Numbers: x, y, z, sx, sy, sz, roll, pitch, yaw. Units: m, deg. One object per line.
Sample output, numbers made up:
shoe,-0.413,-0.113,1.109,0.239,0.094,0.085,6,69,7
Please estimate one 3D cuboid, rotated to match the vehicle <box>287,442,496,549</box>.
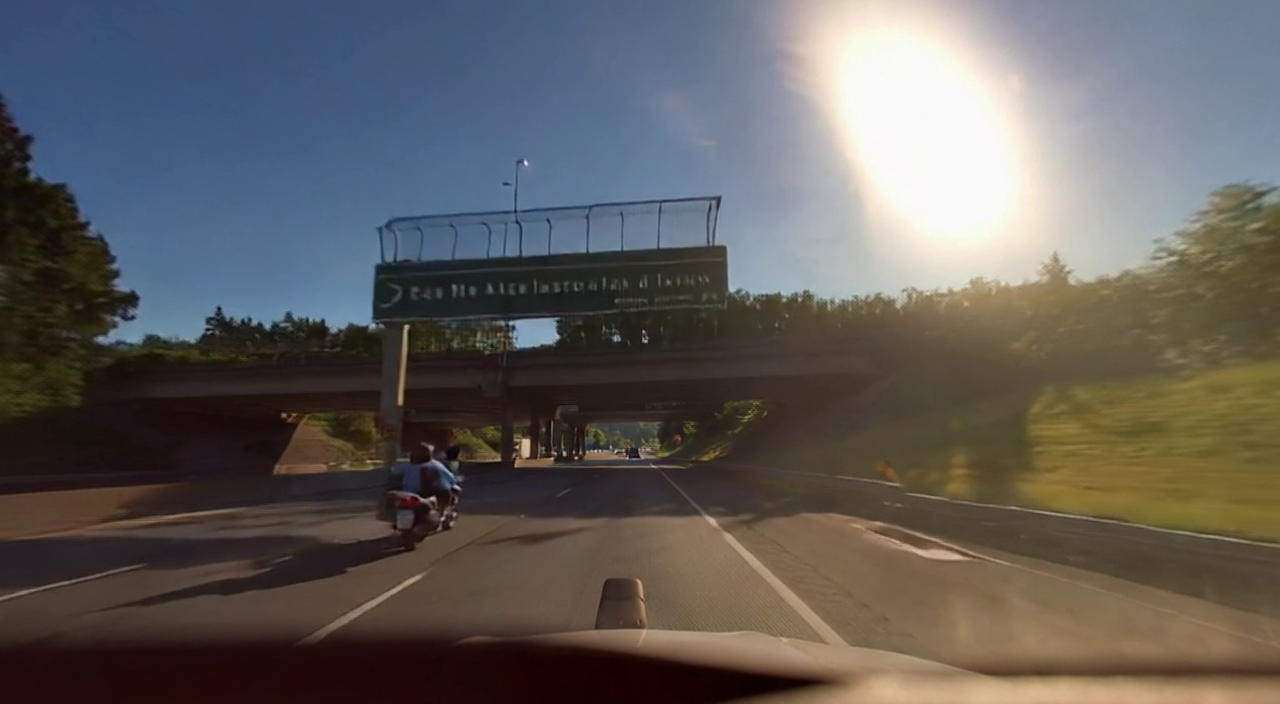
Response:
vehicle,-4.028,2.378,11.137,1.992,1.504,4.117,0,-9,0
